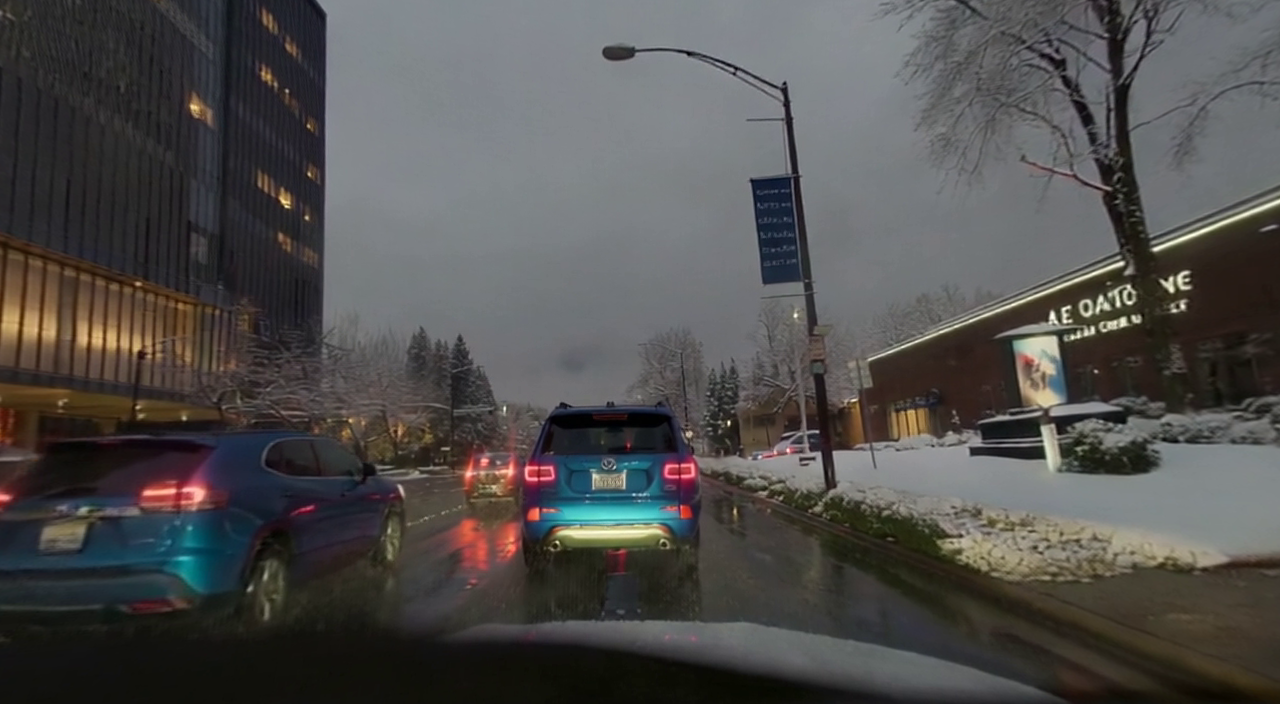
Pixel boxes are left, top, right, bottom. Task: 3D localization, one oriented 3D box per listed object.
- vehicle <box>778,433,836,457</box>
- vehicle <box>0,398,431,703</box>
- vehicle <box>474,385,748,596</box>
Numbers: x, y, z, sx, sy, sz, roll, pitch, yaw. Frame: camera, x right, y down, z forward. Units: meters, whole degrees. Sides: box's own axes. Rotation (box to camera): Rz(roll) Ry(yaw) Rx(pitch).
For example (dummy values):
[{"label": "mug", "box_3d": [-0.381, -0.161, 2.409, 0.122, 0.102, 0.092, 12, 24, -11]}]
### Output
[{"label": "vehicle", "box_3d": [10.524, 5.856, 39.620, 1.877, 1.416, 3.965, -8, -11, 42]}, {"label": "vehicle", "box_3d": [-3.477, 1.391, 5.434, 1.971, 1.658, 4.428, 0, -8, -2]}, {"label": "vehicle", "box_3d": [-0.352, 1.595, 8.132, 2.531, 1.930, 4.382, 0, -8, -2]}]
